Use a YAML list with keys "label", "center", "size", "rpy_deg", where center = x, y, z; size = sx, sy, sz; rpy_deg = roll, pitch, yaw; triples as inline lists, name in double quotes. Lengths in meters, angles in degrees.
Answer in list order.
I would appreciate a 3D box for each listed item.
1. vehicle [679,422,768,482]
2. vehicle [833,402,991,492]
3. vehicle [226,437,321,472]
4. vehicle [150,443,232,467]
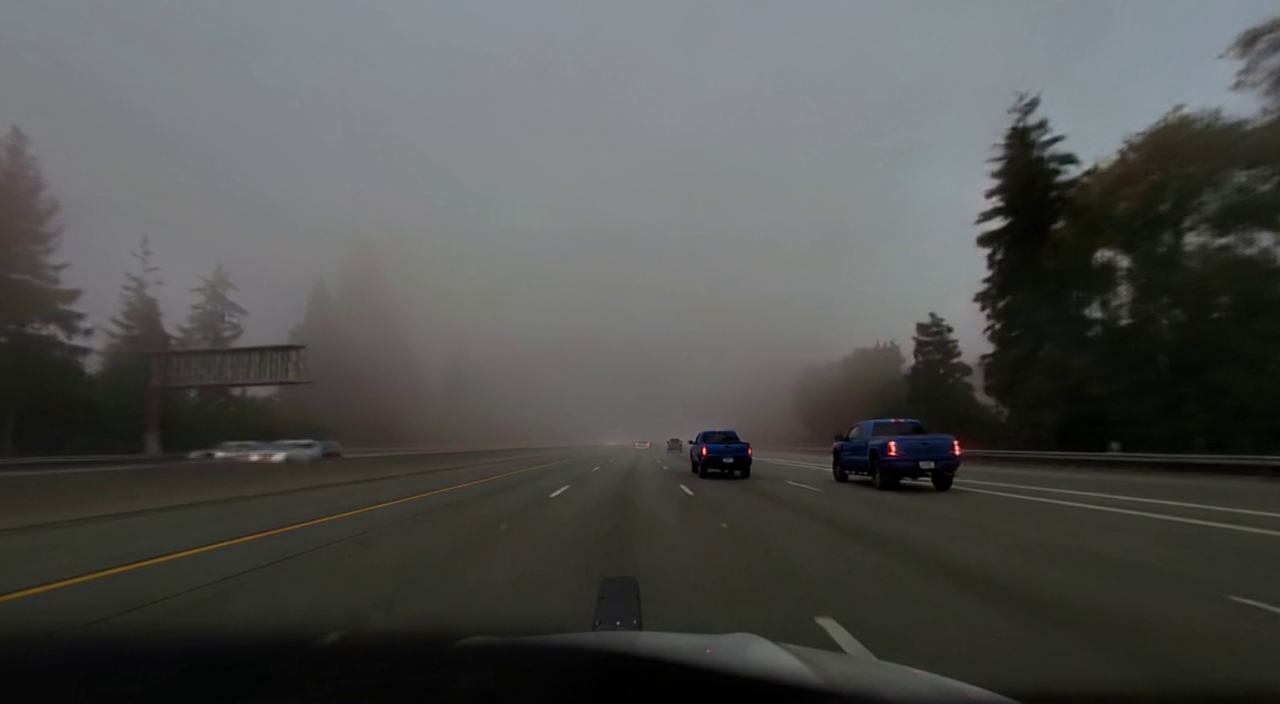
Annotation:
- label: "vehicle"
  center: [2.920, 3.677, 23.376]
  size: [2.462, 1.984, 4.718]
  rpy_deg: [0, -9, -2]
- label: "vehicle"
  center: [7.750, 2.813, 18.796]
  size: [2.158, 2.268, 5.396]
  rpy_deg: [0, -9, -1]
- label: "vehicle"
  center: [-19.273, 5.415, 33.519]
  size: [2.108, 1.729, 4.754]
  rpy_deg: [0, -9, 0]
- label: "vehicle"
  center: [-29.539, 6.805, 41.764]
  size: [1.834, 1.479, 4.581]
  rpy_deg: [-1, -9, 4]
